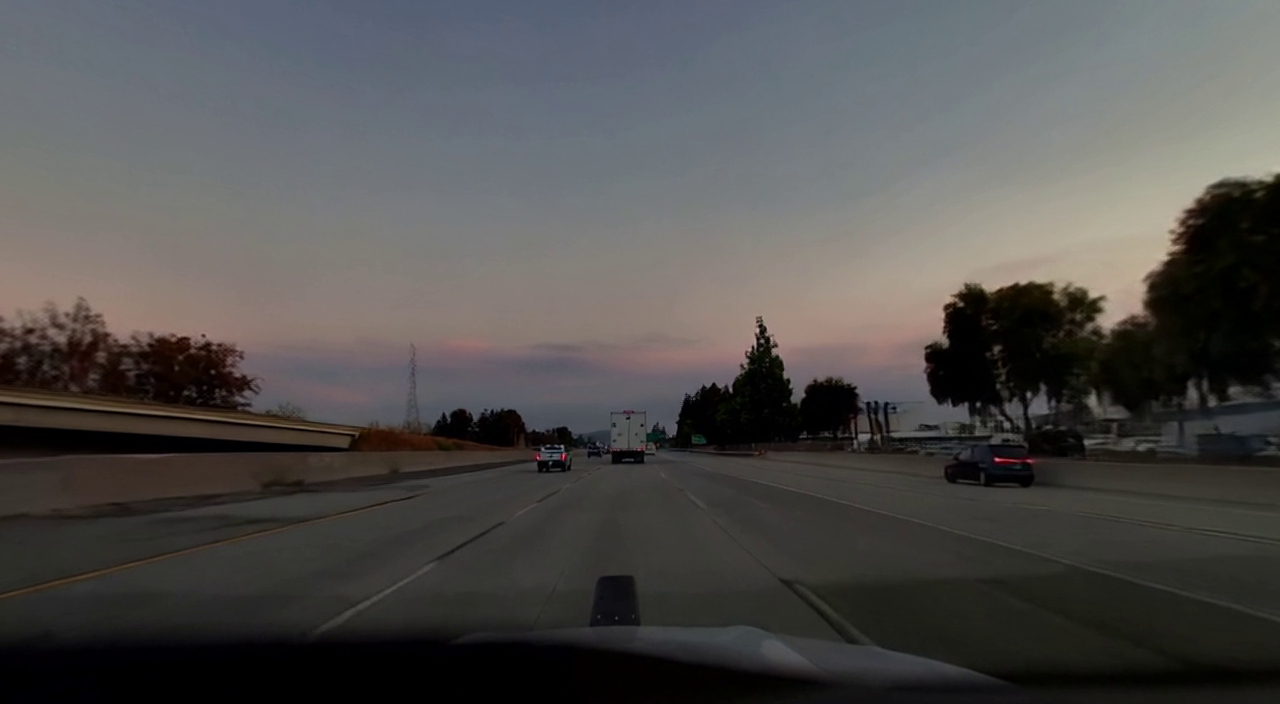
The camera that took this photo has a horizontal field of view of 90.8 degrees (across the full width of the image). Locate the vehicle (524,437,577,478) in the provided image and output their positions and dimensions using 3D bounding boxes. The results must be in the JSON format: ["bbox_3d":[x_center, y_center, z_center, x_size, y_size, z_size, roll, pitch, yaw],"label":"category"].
[{"bbox_3d":[-4.502,5.393,32.503,2.095,1.930,4.680,0,-9,0],"label":"vehicle"}]

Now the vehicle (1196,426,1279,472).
[{"bbox_3d":[43.971,6.874,44.684,2.321,3.103,6.216,4,-10,-28],"label":"vehicle"}]
